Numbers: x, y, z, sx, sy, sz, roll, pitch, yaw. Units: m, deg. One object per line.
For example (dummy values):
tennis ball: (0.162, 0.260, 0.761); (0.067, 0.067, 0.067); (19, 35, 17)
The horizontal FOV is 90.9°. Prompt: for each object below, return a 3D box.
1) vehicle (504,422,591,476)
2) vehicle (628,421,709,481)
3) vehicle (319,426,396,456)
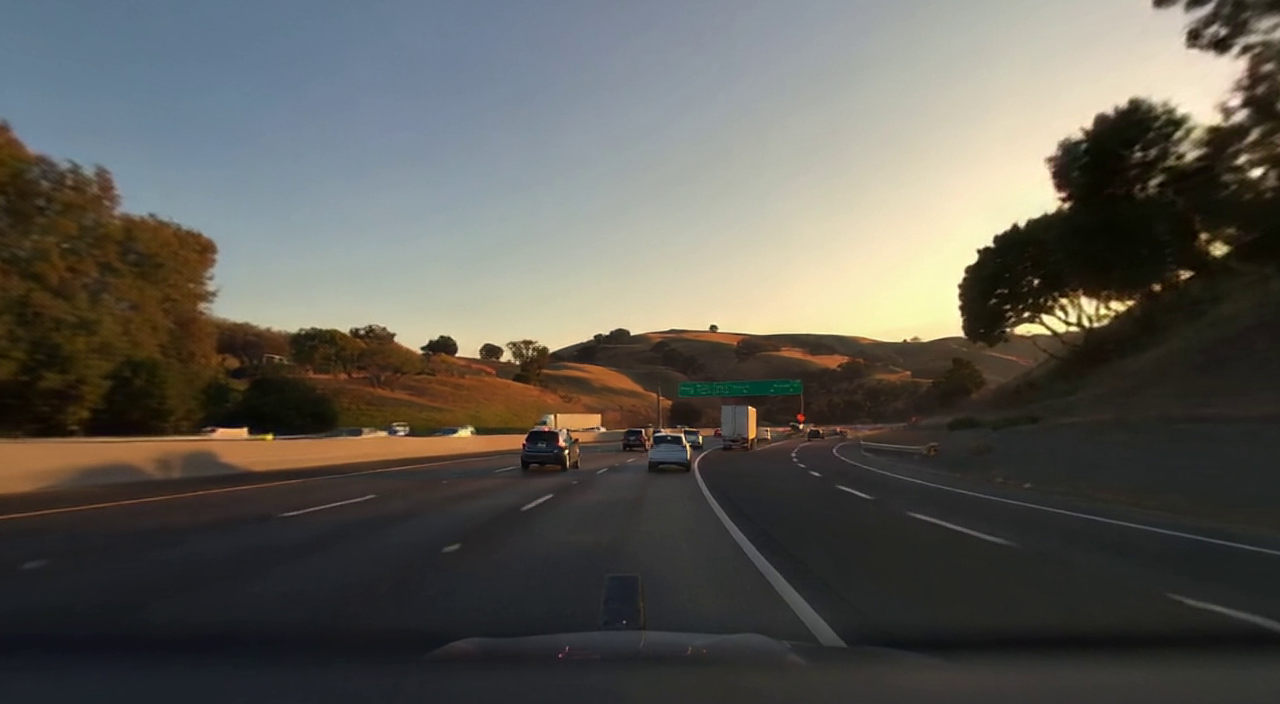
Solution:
vehicle: (-3.128, 3.412, 22.304); (2.077, 1.712, 4.406); (-1, -8, 4)
vehicle: (1.030, 3.362, 21.649); (2.484, 1.820, 4.497); (-1, -8, 4)
vehicle: (-15.806, 5.011, 35.524); (1.962, 1.529, 4.464); (-1, -8, 5)
